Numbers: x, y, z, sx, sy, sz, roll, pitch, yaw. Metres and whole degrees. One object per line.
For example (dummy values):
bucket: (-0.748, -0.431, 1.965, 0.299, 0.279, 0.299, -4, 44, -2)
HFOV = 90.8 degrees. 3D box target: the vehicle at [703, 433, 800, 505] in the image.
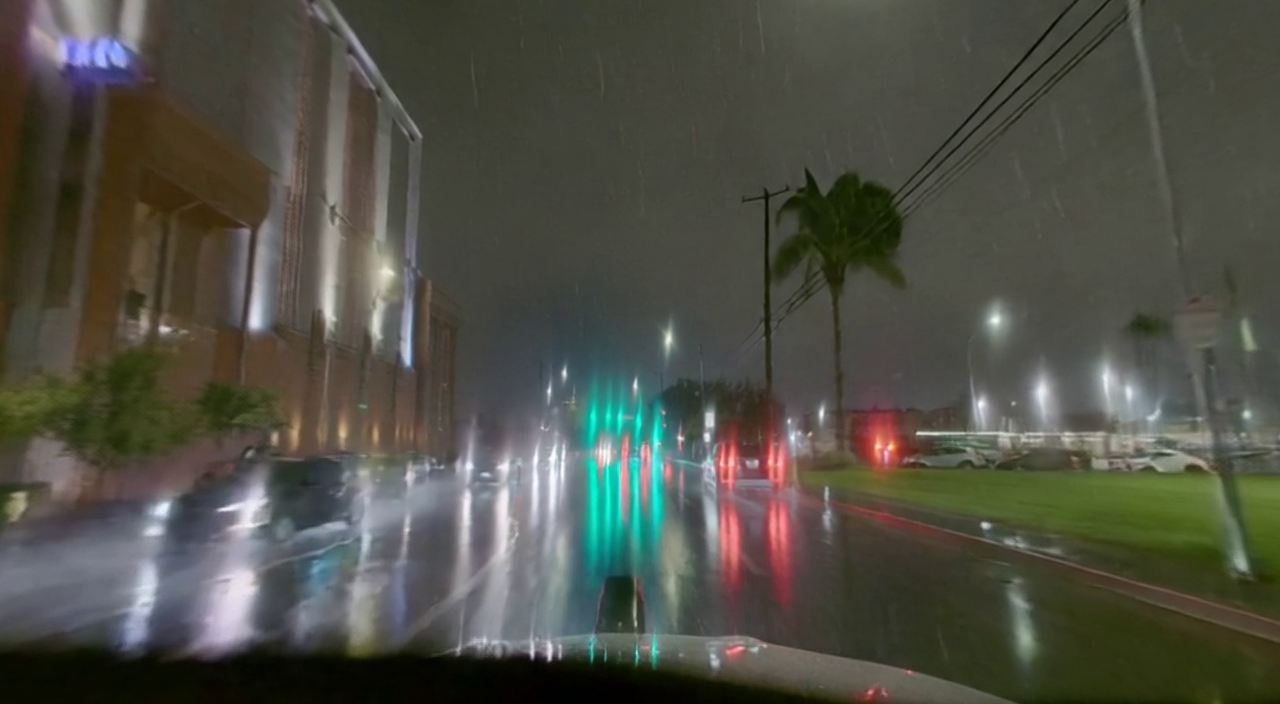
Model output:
vehicle: (3.139, 3.391, 18.786, 1.995, 1.858, 4.333, 0, -8, -1)

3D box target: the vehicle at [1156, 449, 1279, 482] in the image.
vehicle: (30.030, 5.888, 32.850, 4.463, 1.600, 2.122, 0, -8, 1)

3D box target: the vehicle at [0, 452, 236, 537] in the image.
vehicle: (-11.957, 3.219, 14.899, 2.062, 1.609, 4.233, 0, -8, -1)

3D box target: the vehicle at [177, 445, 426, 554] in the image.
vehicle: (-5.710, 2.487, 11.485, 2.074, 1.541, 4.395, 0, -8, 0)

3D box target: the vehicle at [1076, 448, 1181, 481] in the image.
vehicle: (25.411, 5.845, 32.977, 3.611, 1.590, 2.171, 0, -8, -1)

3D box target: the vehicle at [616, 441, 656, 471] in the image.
vehicle: (-0.254, 6.108, 37.211, 2.196, 1.655, 3.939, 0, -8, -1)

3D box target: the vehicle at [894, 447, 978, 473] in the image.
vehicle: (20.258, 7.390, 43.343, 4.540, 1.386, 2.337, -4, -8, -1)

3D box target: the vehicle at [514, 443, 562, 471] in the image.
vehicle: (-6.083, 6.283, 38.127, 2.168, 1.572, 4.635, 0, -8, -1)

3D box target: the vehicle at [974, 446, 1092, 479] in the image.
vehicle: (20.491, 5.765, 33.084, 4.673, 1.592, 2.193, -1, -8, 2)

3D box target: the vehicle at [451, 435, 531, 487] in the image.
vehicle: (-5.919, 4.374, 25.806, 2.106, 1.890, 4.783, 0, -8, 0)
